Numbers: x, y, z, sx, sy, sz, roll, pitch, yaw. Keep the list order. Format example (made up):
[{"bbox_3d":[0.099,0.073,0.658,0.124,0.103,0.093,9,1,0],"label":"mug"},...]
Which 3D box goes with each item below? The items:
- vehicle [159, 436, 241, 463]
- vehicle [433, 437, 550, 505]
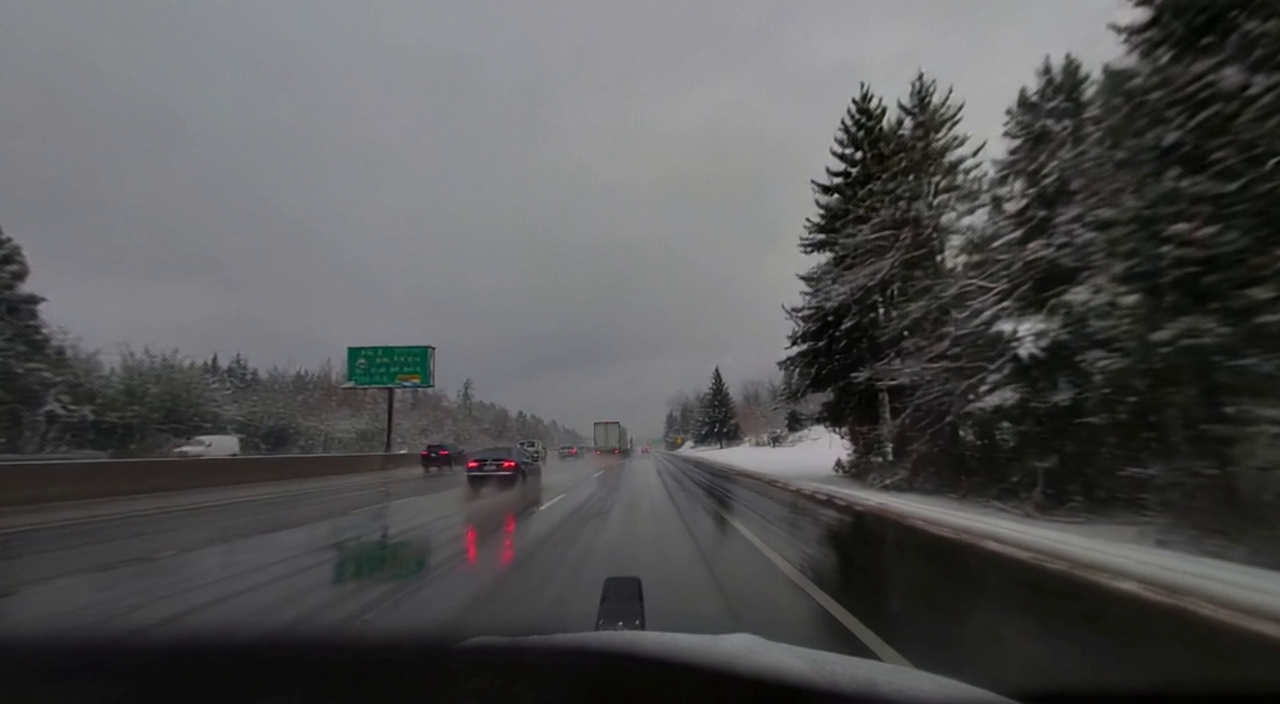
[{"bbox_3d":[-32.663,7.242,46.943,2.093,1.861,5.410,0,-9,1],"label":"vehicle"},{"bbox_3d":[-3.711,3.044,16.554,1.931,1.528,4.126,0,-9,2],"label":"vehicle"}]
